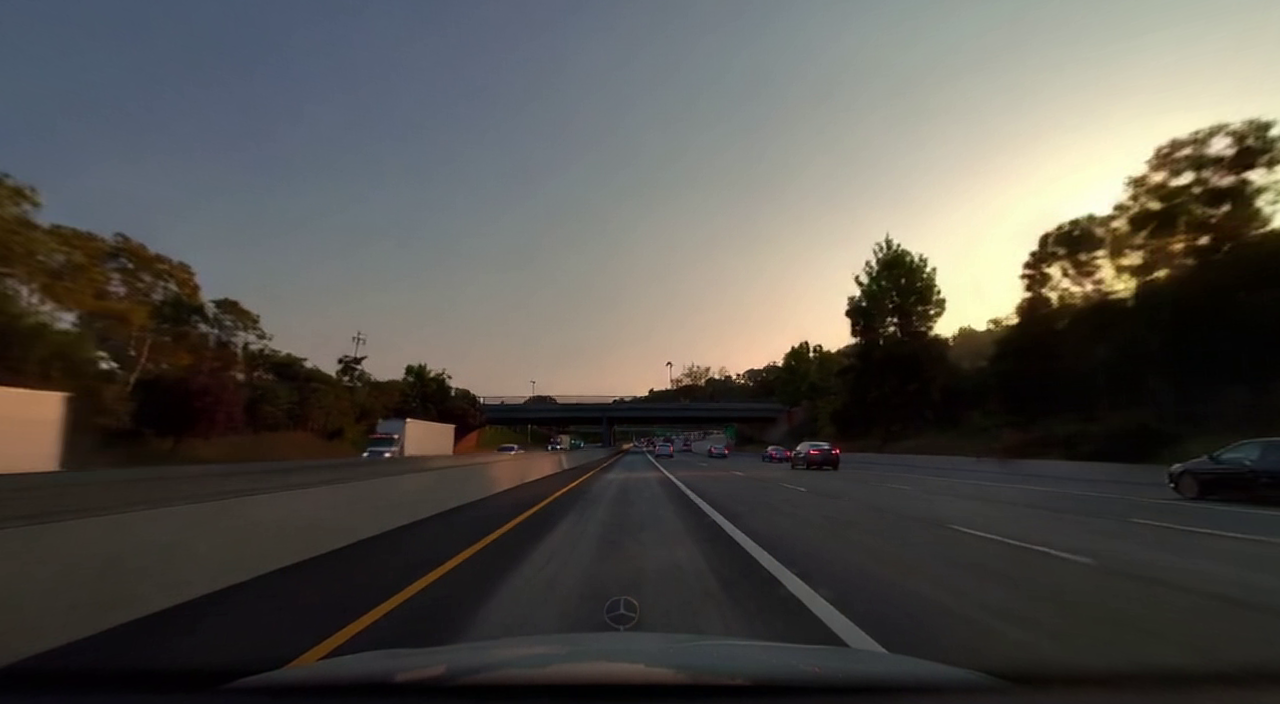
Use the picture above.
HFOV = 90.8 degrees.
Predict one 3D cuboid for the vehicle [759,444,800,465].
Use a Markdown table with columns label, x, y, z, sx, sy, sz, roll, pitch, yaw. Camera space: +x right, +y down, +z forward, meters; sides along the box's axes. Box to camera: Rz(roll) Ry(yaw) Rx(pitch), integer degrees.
| label | x | y | z | sx | sy | sz | roll | pitch | yaw |
| --- | --- | --- | --- | --- | --- | --- | --- | --- | --- |
| vehicle | 10.093 | 7.423 | 45.985 | 1.931 | 1.479 | 4.183 | 0 | -9 | -2 |

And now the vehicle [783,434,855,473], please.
| label | x | y | z | sx | sy | sz | roll | pitch | yaw |
| --- | --- | --- | --- | --- | --- | --- | --- | --- | --- |
| vehicle | 8.933 | 5.117 | 31.964 | 2.098 | 1.820 | 4.505 | 0 | -9 | -3 |

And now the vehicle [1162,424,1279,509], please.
| label | x | y | z | sx | sy | sz | roll | pitch | yaw |
| --- | --- | --- | --- | --- | --- | --- | --- | --- | --- |
| vehicle | 13.943 | 2.402 | 13.355 | 1.957 | 1.709 | 4.387 | 0 | -9 | -1 |

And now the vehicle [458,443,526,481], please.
| label | x | y | z | sx | sy | sz | roll | pitch | yaw |
| --- | --- | --- | --- | --- | --- | --- | --- | --- | --- |
| vehicle | -8.283 | 6.192 | 35.926 | 2.444 | 1.910 | 5.566 | 0 | -8 | 1 |
